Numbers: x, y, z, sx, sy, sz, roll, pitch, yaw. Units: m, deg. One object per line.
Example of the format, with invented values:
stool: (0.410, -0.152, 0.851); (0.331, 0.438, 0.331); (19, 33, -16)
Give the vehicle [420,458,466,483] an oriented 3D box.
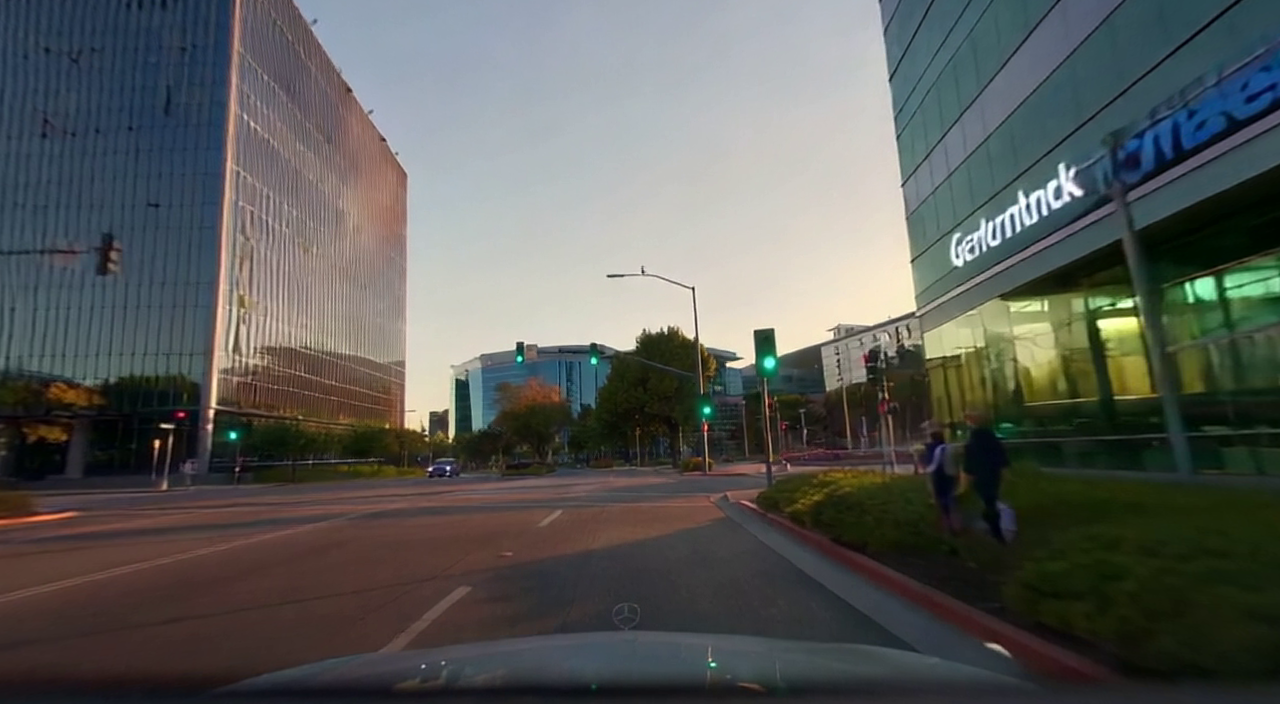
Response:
vehicle: (-12.905, 7.792, 41.512); (1.906, 1.502, 4.396); (1, -9, -5)
